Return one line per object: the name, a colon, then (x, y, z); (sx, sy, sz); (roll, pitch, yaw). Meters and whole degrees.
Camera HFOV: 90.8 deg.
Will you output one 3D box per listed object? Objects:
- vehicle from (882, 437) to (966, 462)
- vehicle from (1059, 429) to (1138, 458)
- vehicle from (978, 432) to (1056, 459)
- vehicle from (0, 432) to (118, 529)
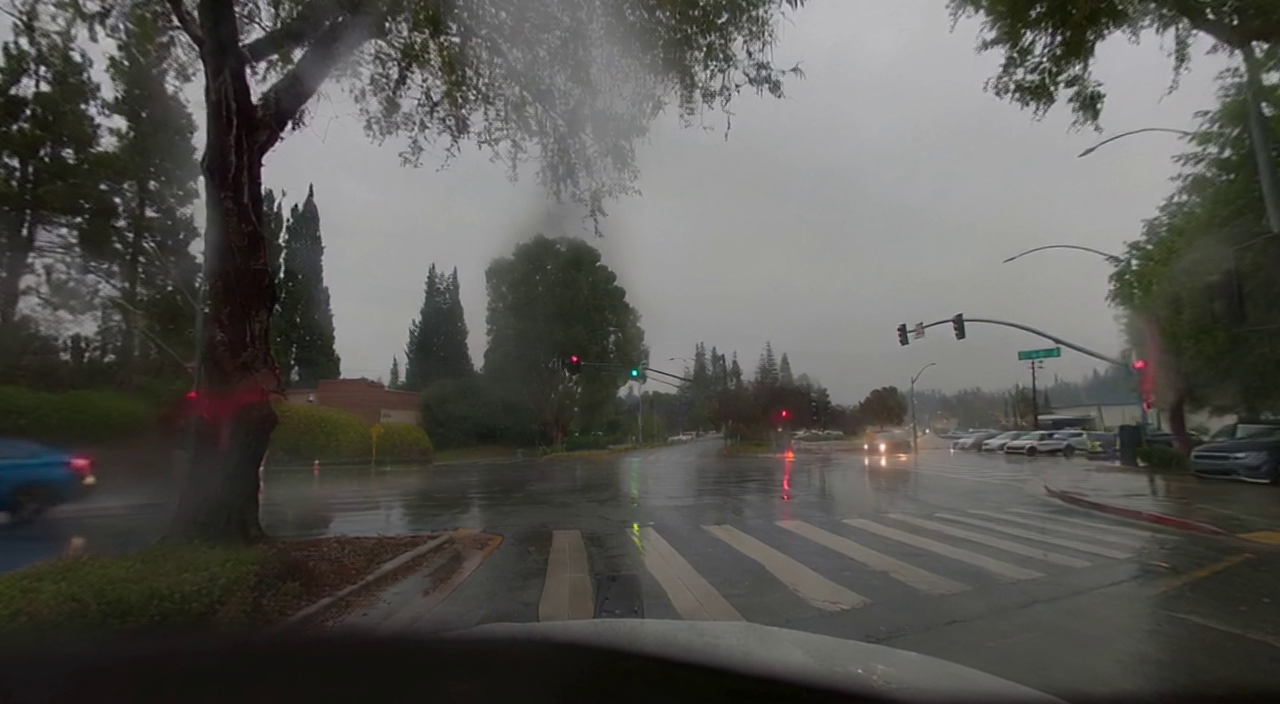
vehicle: (18.721, 6.426, 41.613); (5.234, 1.549, 1.982); (4, -9, -24)
vehicle: (36.121, 7.206, 49.715); (6.148, 2.119, 2.473); (4, -10, -28)
vehicle: (26.982, 6.731, 45.252); (5.032, 1.828, 2.183); (4, -9, -24)
vehicle: (-10.994, 2.011, 9.858); (1.740, 1.500, 3.896); (-4, -9, 24)
